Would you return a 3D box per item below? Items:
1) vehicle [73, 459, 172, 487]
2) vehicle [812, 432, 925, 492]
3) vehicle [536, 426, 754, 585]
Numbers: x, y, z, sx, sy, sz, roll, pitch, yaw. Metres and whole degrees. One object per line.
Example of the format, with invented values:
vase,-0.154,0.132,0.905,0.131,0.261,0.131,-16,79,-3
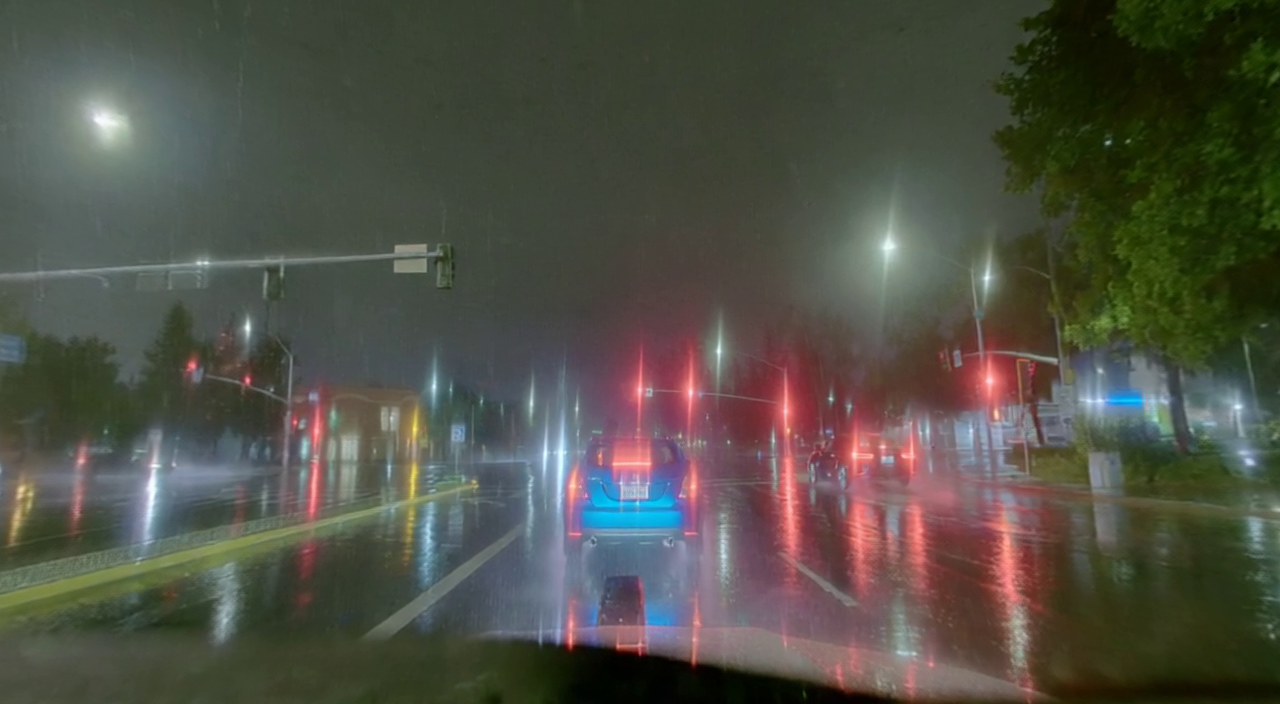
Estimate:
vehicle,-32.396,7.556,39.656,4.401,1.625,1.863,0,-8,-4
vehicle,7.054,3.438,20.067,2.039,1.692,4.319,0,-8,1
vehicle,-0.012,1.772,8.173,2.070,1.488,4.206,0,-8,-2
